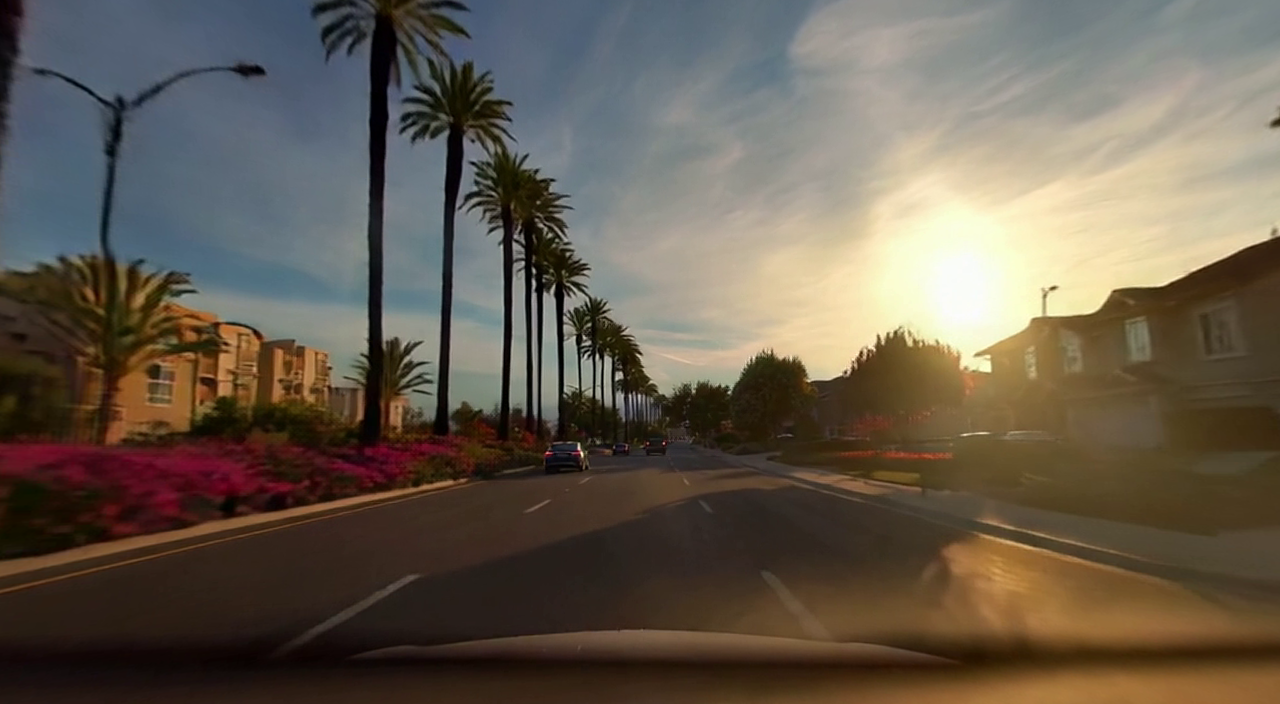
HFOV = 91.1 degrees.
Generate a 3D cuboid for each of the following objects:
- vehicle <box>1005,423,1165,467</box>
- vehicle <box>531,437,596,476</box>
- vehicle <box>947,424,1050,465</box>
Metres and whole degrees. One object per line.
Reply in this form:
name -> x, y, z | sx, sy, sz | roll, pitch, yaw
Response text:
vehicle -> 21.655, 4.597, 31.003 | 2.426, 1.902, 6.126 | 2, -9, -16
vehicle -> -3.127, 4.402, 26.659 | 2.036, 1.478, 4.508 | 0, -8, 2
vehicle -> 20.840, 5.397, 36.862 | 2.624, 2.088, 5.064 | -3, -8, -5
